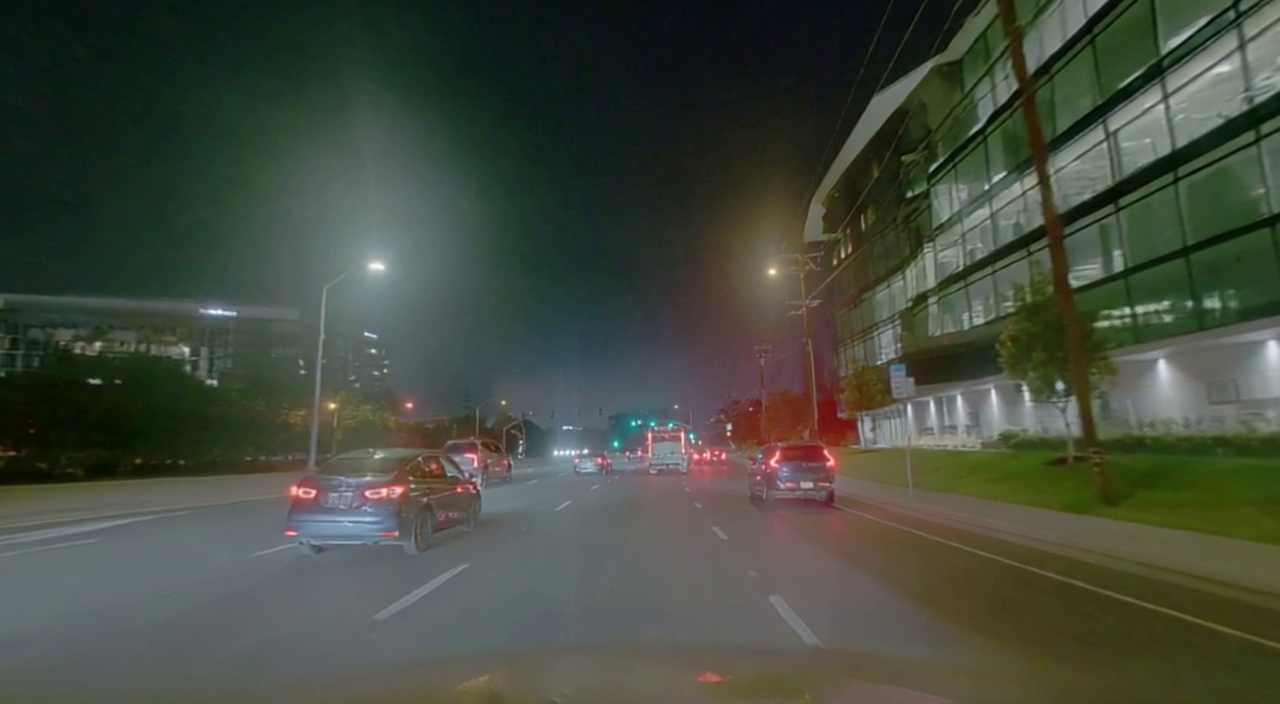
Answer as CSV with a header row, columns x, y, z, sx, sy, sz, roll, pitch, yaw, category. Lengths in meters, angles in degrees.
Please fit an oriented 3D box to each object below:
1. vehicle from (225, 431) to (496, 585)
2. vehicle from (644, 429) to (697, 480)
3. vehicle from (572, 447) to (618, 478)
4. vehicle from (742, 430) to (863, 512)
x,y,z,sx,sy,sz,roll,pitch,yaw,category
-3.465,1.974,8.725,1.934,1.643,3.718,0,-9,2,vehicle
1.713,5.353,32.997,2.457,2.440,5.486,-1,-9,6,vehicle
-2.463,6.135,35.166,1.984,1.567,4.311,0,-9,4,vehicle
4.237,3.188,17.263,2.283,1.923,4.427,0,-9,2,vehicle
